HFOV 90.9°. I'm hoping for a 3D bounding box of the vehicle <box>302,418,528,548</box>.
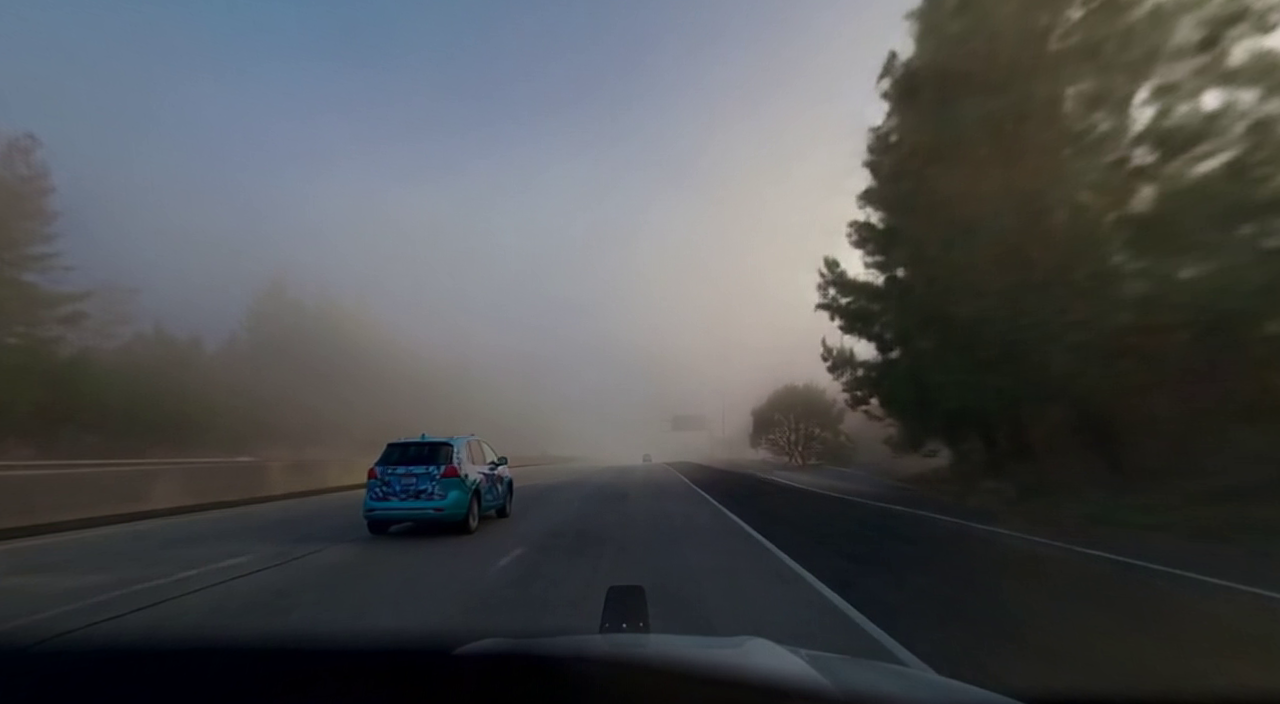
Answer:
[{"bbox_3d":[-3.573,2.176,11.217,2.183,1.803,4.685,0,-8,1],"label":"vehicle"}]
